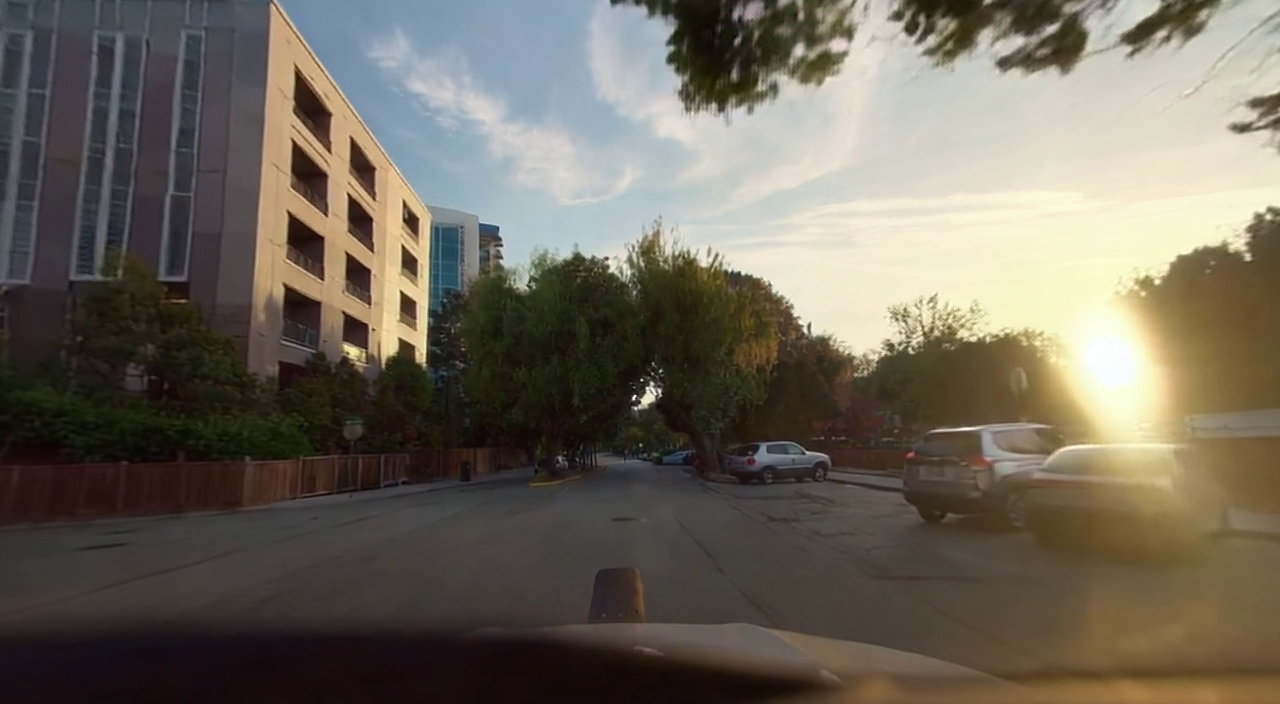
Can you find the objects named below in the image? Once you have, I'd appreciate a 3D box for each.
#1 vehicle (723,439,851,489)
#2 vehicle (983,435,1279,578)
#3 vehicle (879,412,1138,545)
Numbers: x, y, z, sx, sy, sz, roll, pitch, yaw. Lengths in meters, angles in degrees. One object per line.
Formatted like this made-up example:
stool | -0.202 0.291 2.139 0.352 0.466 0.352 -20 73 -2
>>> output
vehicle | 6.382 4.780 27.314 5.061 1.829 2.274 2 -10 -29
vehicle | 6.939 1.937 8.661 4.402 1.474 1.957 6 -11 -33
vehicle | 6.817 2.204 11.539 4.892 1.927 2.065 6 -11 -35
